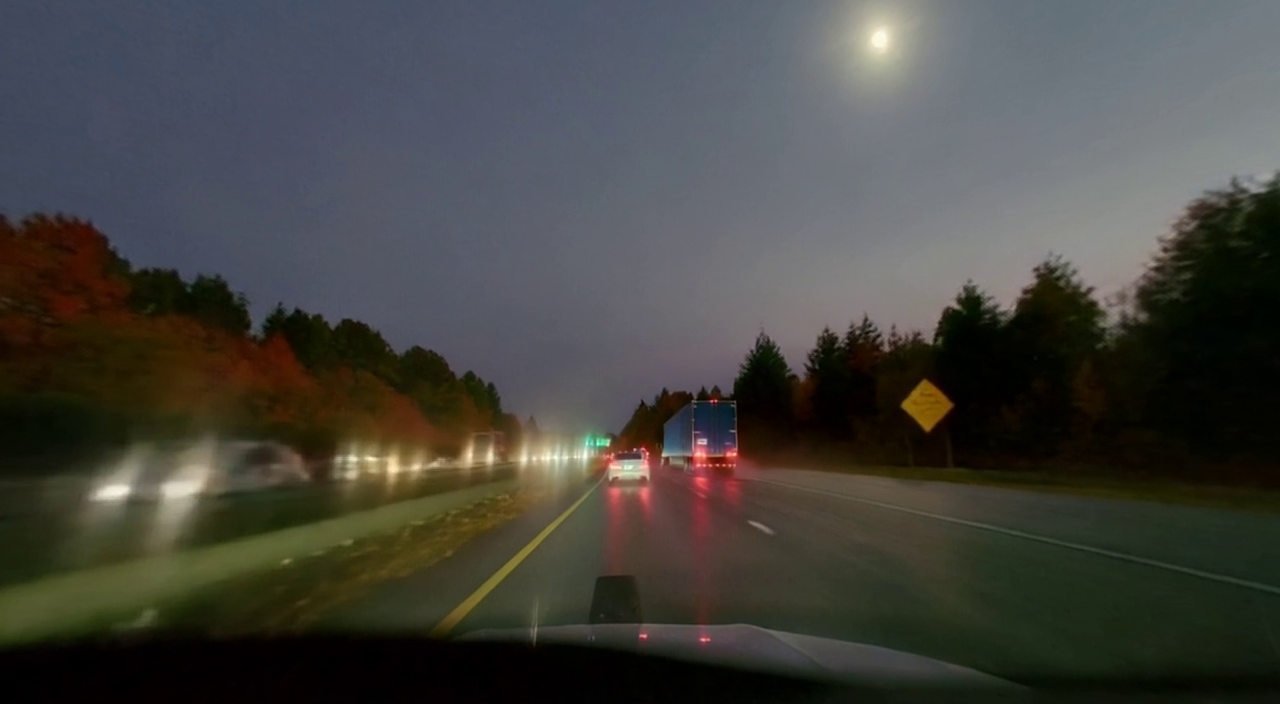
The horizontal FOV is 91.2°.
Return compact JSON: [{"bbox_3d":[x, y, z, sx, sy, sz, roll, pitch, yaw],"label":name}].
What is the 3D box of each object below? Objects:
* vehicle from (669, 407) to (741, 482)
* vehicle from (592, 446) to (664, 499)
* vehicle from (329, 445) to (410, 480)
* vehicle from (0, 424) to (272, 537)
[{"bbox_3d":[3.853,6.210,41.238,2.900,4.013,14.455,0,-10,-1],"label":"vehicle"},{"bbox_3d":[-0.396,3.836,20.346,2.099,1.506,4.097,0,-9,-1],"label":"vehicle"},{"bbox_3d":[-12.801,5.248,30.015,1.912,1.489,4.460,0,-9,-1],"label":"vehicle"},{"bbox_3d":[-8.706,2.123,10.866,1.979,1.523,4.461,0,-9,-1],"label":"vehicle"}]
